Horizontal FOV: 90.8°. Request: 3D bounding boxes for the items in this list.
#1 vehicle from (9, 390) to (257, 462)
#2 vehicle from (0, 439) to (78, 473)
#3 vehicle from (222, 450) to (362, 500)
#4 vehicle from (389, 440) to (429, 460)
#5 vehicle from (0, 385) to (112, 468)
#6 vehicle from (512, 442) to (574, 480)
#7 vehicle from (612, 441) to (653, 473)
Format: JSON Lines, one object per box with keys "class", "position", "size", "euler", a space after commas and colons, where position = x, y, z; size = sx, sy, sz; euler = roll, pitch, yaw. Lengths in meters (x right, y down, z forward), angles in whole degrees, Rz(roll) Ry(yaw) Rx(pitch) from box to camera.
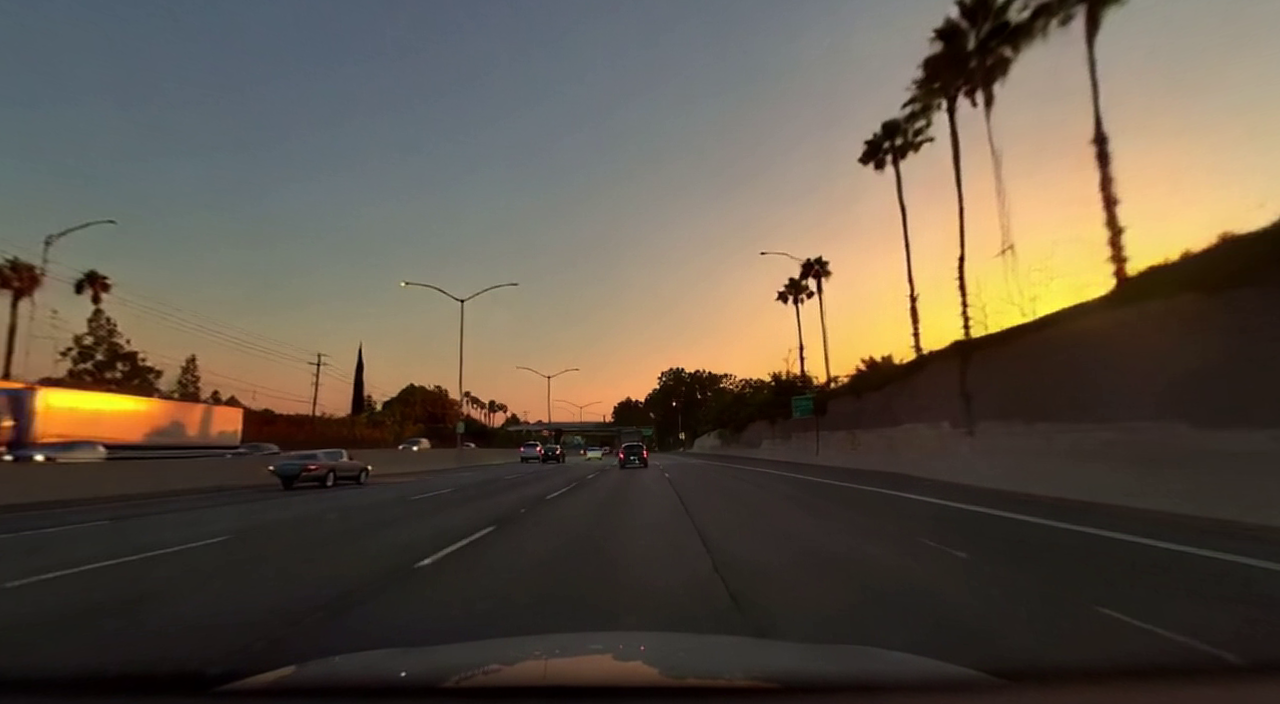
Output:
{"class": "vehicle", "position": [-32.844, 5.306, 43.009], "size": [2.883, 3.957, 16.802], "euler": [0, -9, 1]}
{"class": "vehicle", "position": [-29.038, 4.807, 29.287], "size": [1.751, 1.455, 4.513], "euler": [0, -9, 1]}
{"class": "vehicle", "position": [-11.634, 4.096, 21.592], "size": [1.946, 1.473, 4.763], "euler": [0, -9, 2]}
{"class": "vehicle", "position": [-17.994, 7.629, 49.300], "size": [1.774, 1.453, 3.552], "euler": [0, -9, 0]}
{"class": "vehicle", "position": [-32.949, 3.830, 32.127], "size": [3.163, 4.010, 9.911], "euler": [0, -9, 3]}
{"class": "vehicle", "position": [-4.579, 5.244, 30.581], "size": [2.204, 1.677, 4.438], "euler": [0, -9, 1]}
{"class": "vehicle", "position": [-0.390, 5.943, 35.972], "size": [2.201, 1.672, 4.128], "euler": [0, -9, 0]}
